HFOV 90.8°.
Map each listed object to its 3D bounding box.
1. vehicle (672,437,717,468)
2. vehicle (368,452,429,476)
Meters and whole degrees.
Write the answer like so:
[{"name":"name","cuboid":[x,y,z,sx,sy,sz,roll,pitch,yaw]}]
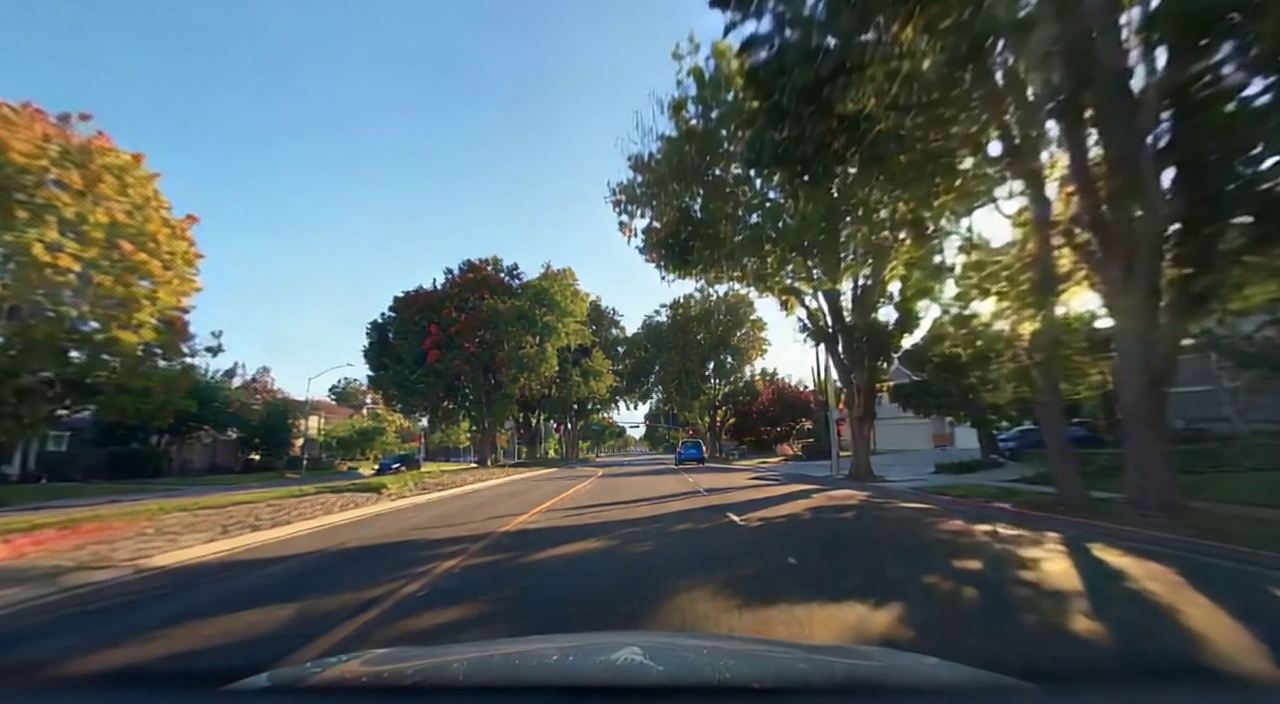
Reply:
[{"name":"vehicle","cuboid":[3.345,6.305,39.913,2.229,1.795,4.927,0,-8,-2]},{"name":"vehicle","cuboid":[-16.097,7.453,42.357,2.185,1.468,4.735,0,-8,0]}]
